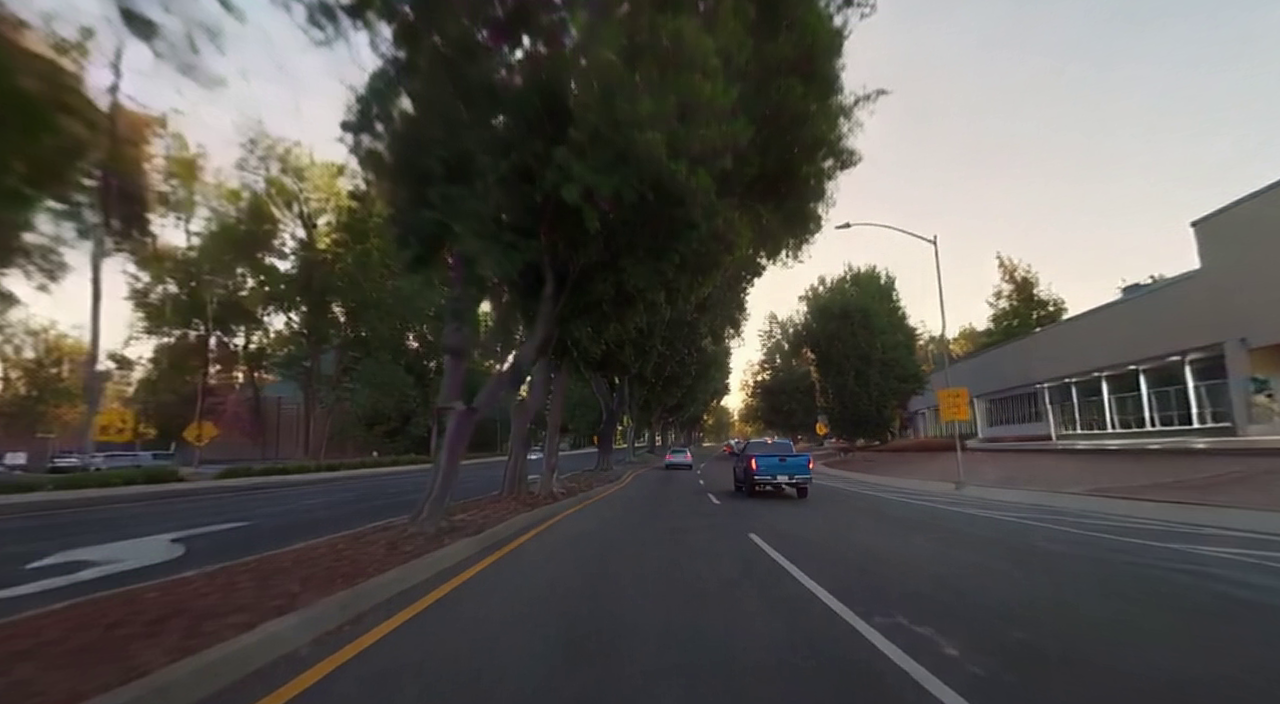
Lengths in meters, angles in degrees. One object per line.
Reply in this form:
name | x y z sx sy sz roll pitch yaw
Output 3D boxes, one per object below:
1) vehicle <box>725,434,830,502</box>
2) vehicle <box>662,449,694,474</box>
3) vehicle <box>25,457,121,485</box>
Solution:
vehicle | 4.313 3.748 20.871 2.367 1.919 5.651 0 -9 2
vehicle | 2.555 7.167 41.594 1.968 1.521 4.262 0 -9 5
vehicle | -32.802 6.866 36.488 3.963 1.494 1.802 -1 -9 6
